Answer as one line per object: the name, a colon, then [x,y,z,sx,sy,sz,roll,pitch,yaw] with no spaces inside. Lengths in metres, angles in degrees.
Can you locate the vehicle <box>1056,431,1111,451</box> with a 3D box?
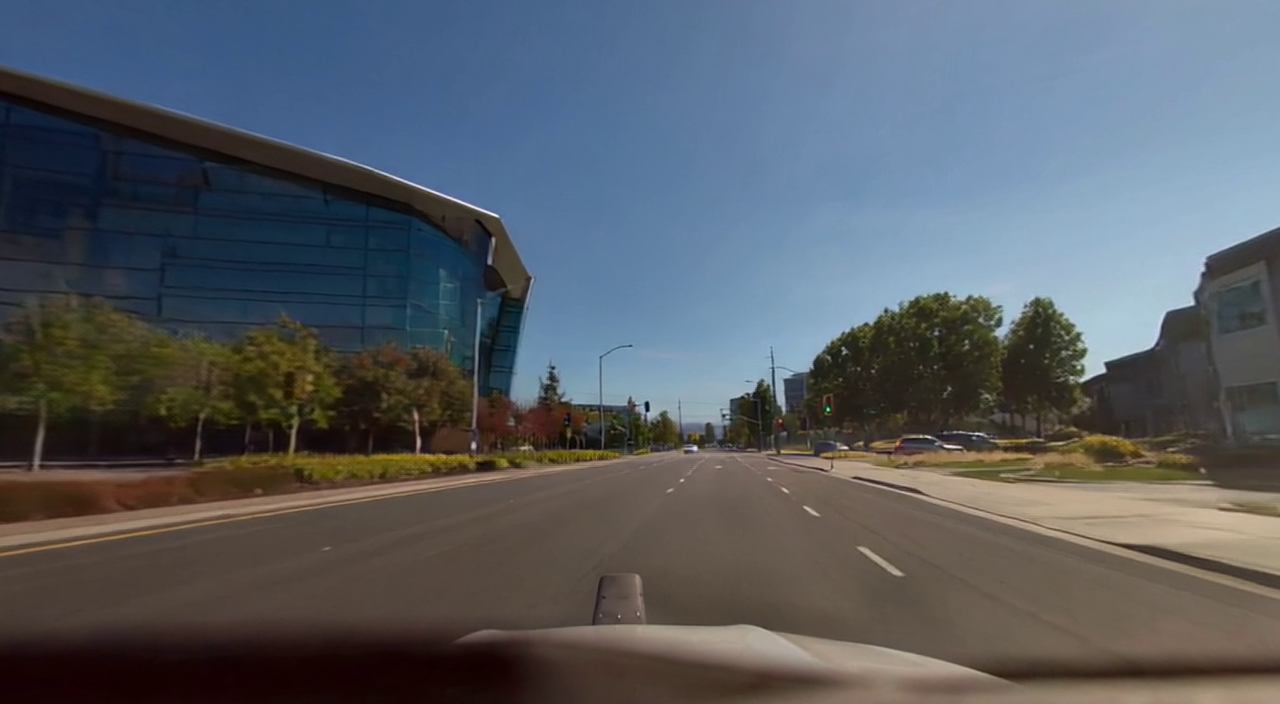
vehicle: [34.932,7.068,49.965,1.805,1.466,4.236,-2,-9,9]

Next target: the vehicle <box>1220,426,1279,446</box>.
vehicle: [47.471,6.542,48.797,1.758,1.451,4.282,-1,-9,7]

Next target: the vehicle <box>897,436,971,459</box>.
vehicle: [18.983,6.159,40.992,3.991,1.437,1.679,-1,-9,8]

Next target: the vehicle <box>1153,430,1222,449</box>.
vehicle: [42.650,6.845,49.380,1.828,1.452,4.242,-1,-9,5]
